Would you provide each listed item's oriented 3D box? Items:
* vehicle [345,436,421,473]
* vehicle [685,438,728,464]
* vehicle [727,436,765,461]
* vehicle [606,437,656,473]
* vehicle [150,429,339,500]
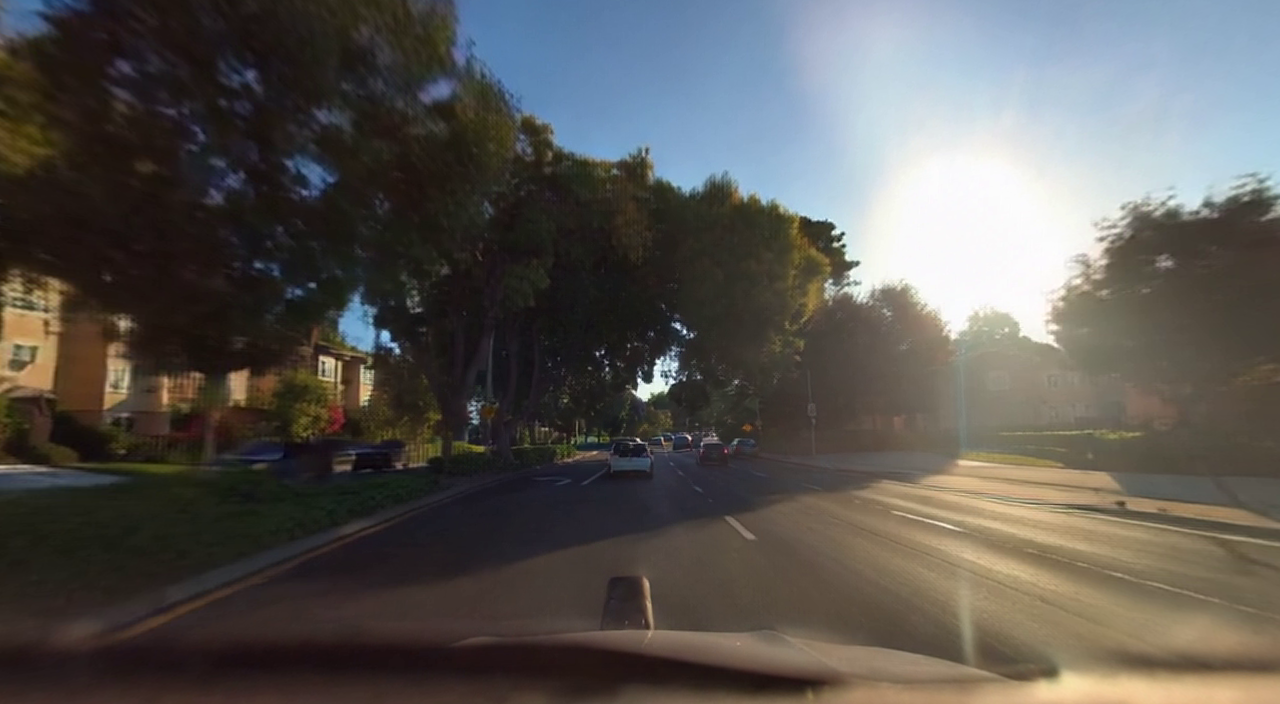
[{"bbox_3d":[-14.064,5.618,34.809,2.156,1.889,4.750,0,-8,1],"label":"vehicle"},{"bbox_3d":[3.993,6.042,38.682,2.067,1.514,4.188,0,-8,-1],"label":"vehicle"},{"bbox_3d":[7.615,6.970,45.651,1.972,1.700,4.269,0,-8,0],"label":"vehicle"},{"bbox_3d":[-0.363,4.567,28.131,2.102,1.481,3.907,0,-8,0],"label":"vehicle"},{"bbox_3d":[-10.472,3.008,17.249,2.071,1.645,4.654,0,-8,1],"label":"vehicle"}]
